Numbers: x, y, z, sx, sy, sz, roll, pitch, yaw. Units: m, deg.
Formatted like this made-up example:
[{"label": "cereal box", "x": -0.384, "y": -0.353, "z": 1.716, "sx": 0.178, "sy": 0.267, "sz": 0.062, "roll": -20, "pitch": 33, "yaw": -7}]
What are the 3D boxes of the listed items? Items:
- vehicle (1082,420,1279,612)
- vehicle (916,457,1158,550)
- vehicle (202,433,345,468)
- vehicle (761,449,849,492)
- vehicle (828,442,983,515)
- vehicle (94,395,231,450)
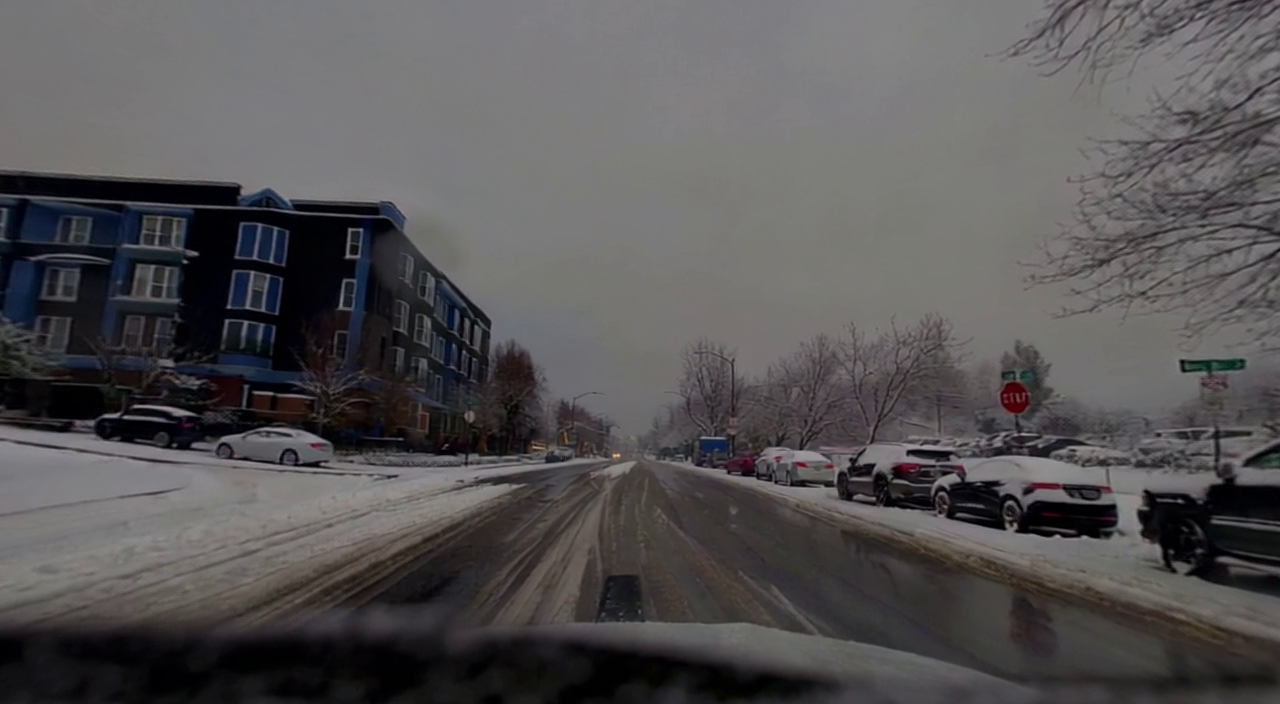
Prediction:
[{"label": "vehicle", "x": 7.116, "y": 1.544, "z": 5.949, "sx": 2.181, "sy": 1.792, "sz": 5.066, "roll": 0, "pitch": -8, "yaw": 0}, {"label": "vehicle", "x": 7.193, "y": 2.743, "z": 12.093, "sx": 1.900, "sy": 1.368, "sz": 4.176, "roll": 0, "pitch": -8, "yaw": 0}, {"label": "vehicle", "x": -14.842, "y": 4.022, "z": 25.843, "sx": 4.603, "sy": 1.335, "sz": 1.889, "roll": 1, "pitch": -9, "yaw": -11}, {"label": "vehicle", "x": 6.654, "y": 4.806, "z": 26.116, "sx": 2.122, "sy": 1.554, "sz": 4.777, "roll": 0, "pitch": -8, "yaw": -3}, {"label": "vehicle", "x": 7.069, "y": 3.378, "z": 17.536, "sx": 1.917, "sy": 1.704, "sz": 4.840, "roll": 0, "pitch": -8, "yaw": -4}, {"label": "vehicle", "x": -19.967, "y": 2.954, "z": 26.451, "sx": 4.598, "sy": 1.645, "sz": 2.019, "roll": 5, "pitch": -7, "yaw": 17}]
